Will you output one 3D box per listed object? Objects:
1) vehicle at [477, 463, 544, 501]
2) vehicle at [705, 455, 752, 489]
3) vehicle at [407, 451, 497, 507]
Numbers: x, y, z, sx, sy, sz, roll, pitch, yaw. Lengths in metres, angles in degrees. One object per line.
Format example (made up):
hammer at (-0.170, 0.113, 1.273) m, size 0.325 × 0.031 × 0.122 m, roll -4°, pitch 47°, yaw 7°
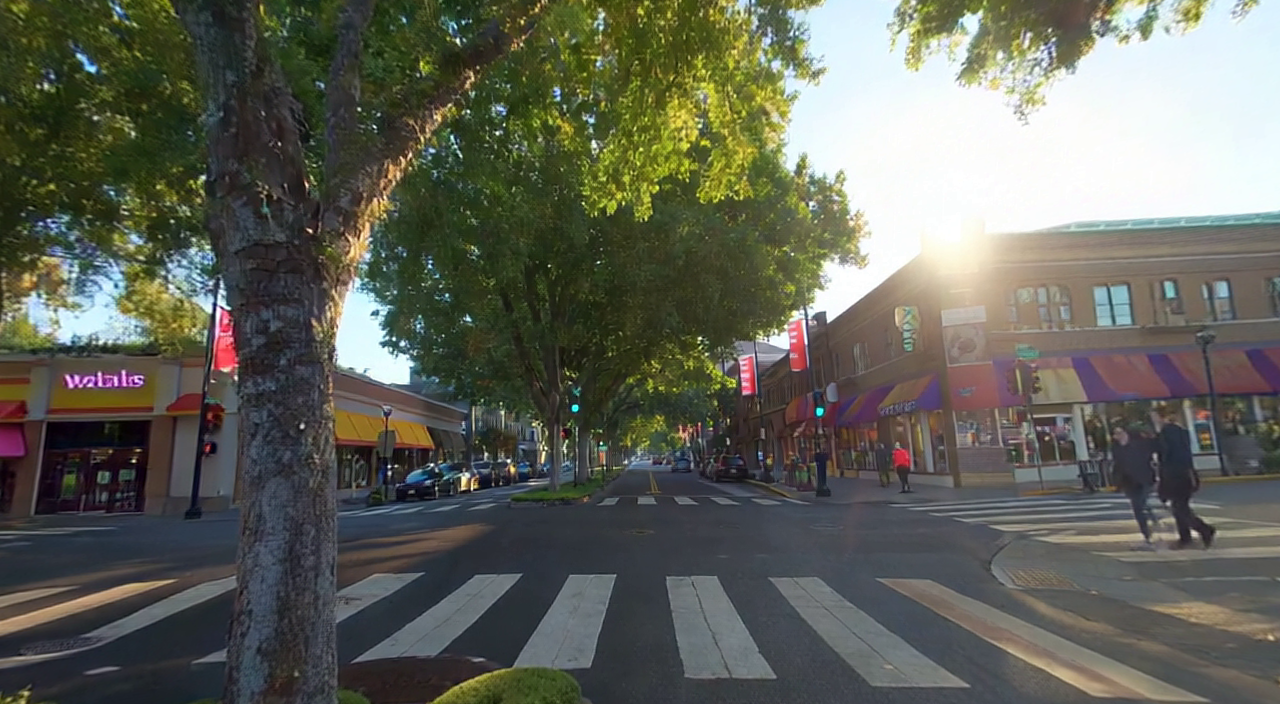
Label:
vehicle at (-5.755, 5.830, 28.629) m, size 1.983 × 1.438 × 4.559 m, roll 0°, pitch -8°, yaw 1°
vehicle at (5.201, 7.104, 37.715) m, size 2.010 × 1.844 × 4.386 m, roll 0°, pitch -8°, yaw -2°
vehicle at (-8.802, 5.944, 30.304) m, size 2.489 × 2.323 × 5.843 m, roll 0°, pitch -8°, yaw 1°
